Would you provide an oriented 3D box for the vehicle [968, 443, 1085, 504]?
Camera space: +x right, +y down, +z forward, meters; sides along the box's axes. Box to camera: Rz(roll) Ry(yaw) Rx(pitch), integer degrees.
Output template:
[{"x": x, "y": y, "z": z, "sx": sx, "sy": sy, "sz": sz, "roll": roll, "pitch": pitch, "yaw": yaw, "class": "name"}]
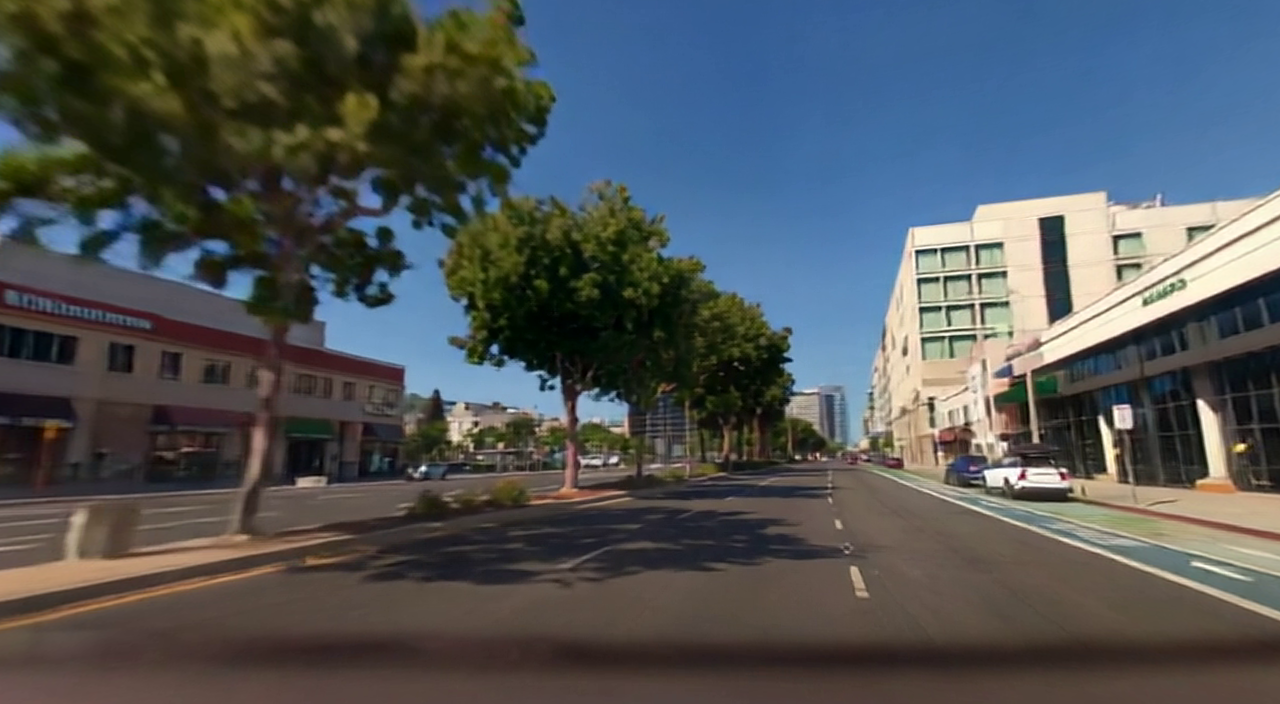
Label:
[{"x": 13.128, "y": 4.077, "z": 21.836, "sx": 2.152, "sy": 1.869, "sz": 4.476, "roll": -2, "pitch": -8, "yaw": 14, "class": "vehicle"}]
